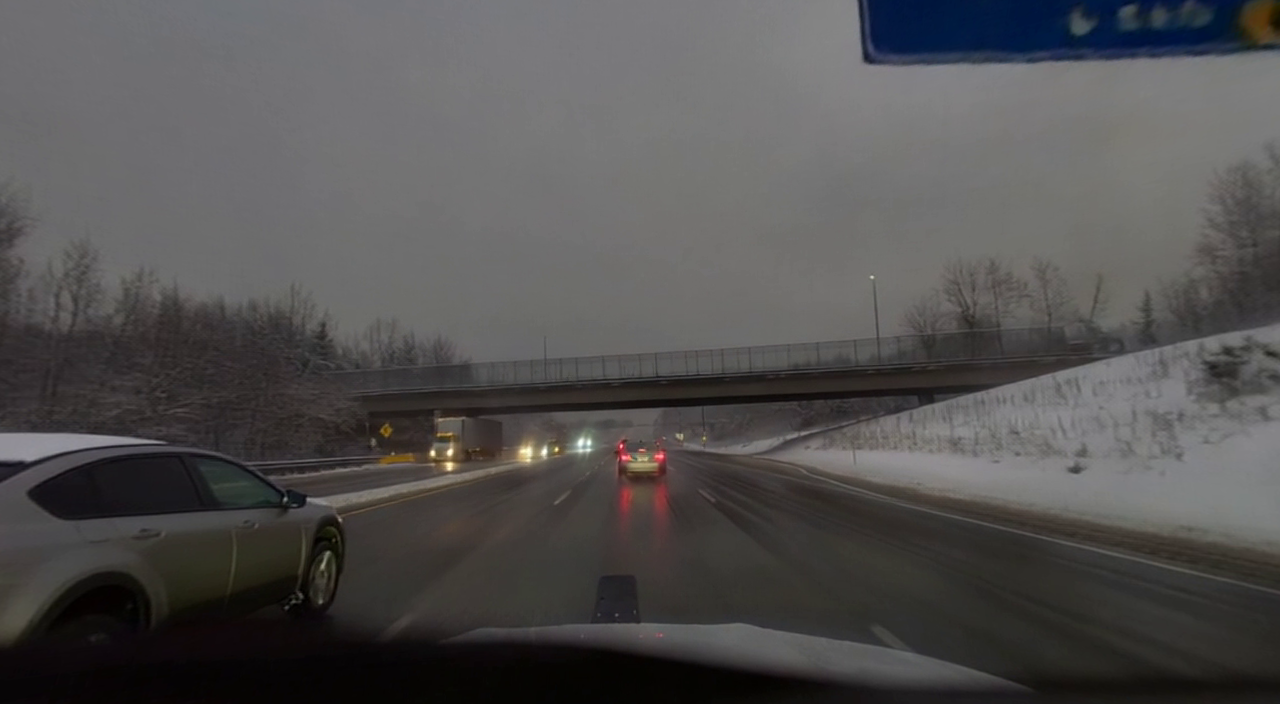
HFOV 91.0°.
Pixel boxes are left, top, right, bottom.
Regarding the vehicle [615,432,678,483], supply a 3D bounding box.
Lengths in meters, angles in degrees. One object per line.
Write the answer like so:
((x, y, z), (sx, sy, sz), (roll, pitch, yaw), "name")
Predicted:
((0.136, 3.767, 22.831), (2.092, 1.636, 4.024), (0, -8, -2), "vehicle")
